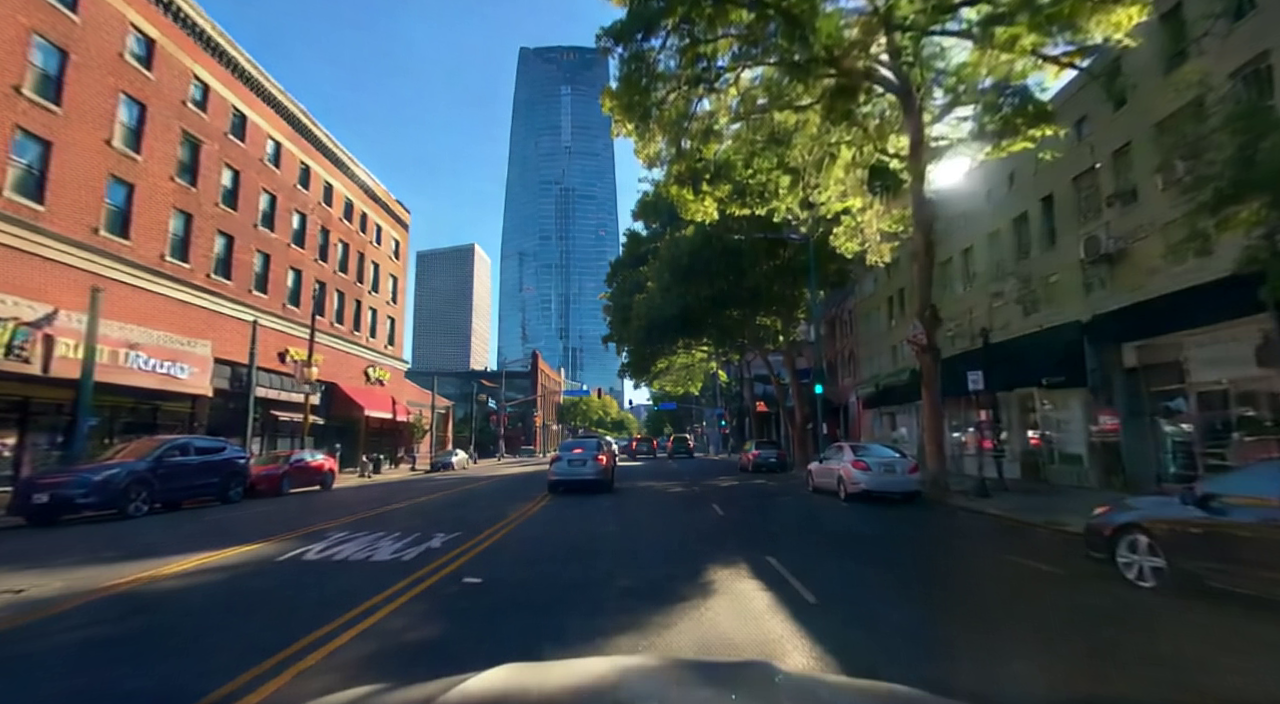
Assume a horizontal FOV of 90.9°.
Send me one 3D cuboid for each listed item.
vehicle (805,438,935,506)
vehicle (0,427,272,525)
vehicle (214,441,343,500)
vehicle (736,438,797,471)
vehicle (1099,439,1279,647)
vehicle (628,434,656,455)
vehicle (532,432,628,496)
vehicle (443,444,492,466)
[{"bbox_3d":[5.822,3.058,16.526,1.986,1.555,3.879,0,-8,1],"label":"vehicle"},{"bbox_3d":[-12.586,3.056,16.302,2.384,2.044,6.030,0,-8,1],"label":"vehicle"},{"bbox_3d":[-12.560,4.101,22.310,2.000,1.708,4.494,-3,-8,-1],"label":"vehicle"},{"bbox_3d":[6.017,4.947,30.570,1.956,1.446,4.537,0,-8,-1],"label":"vehicle"},{"bbox_3d":[5.769,1.354,4.226,1.961,1.533,4.473,0,-8,0],"label":"vehicle"},{"bbox_3d":[0.111,7.325,49.910,2.102,1.521,4.078,0,-8,-2],"label":"vehicle"},{"bbox_3d":[-1.591,2.864,16.579,2.169,1.427,4.531,1,-8,-6],"label":"vehicle"},{"bbox_3d":[-12.425,7.409,45.642,2.075,1.472,4.638,0,-8,2],"label":"vehicle"}]
